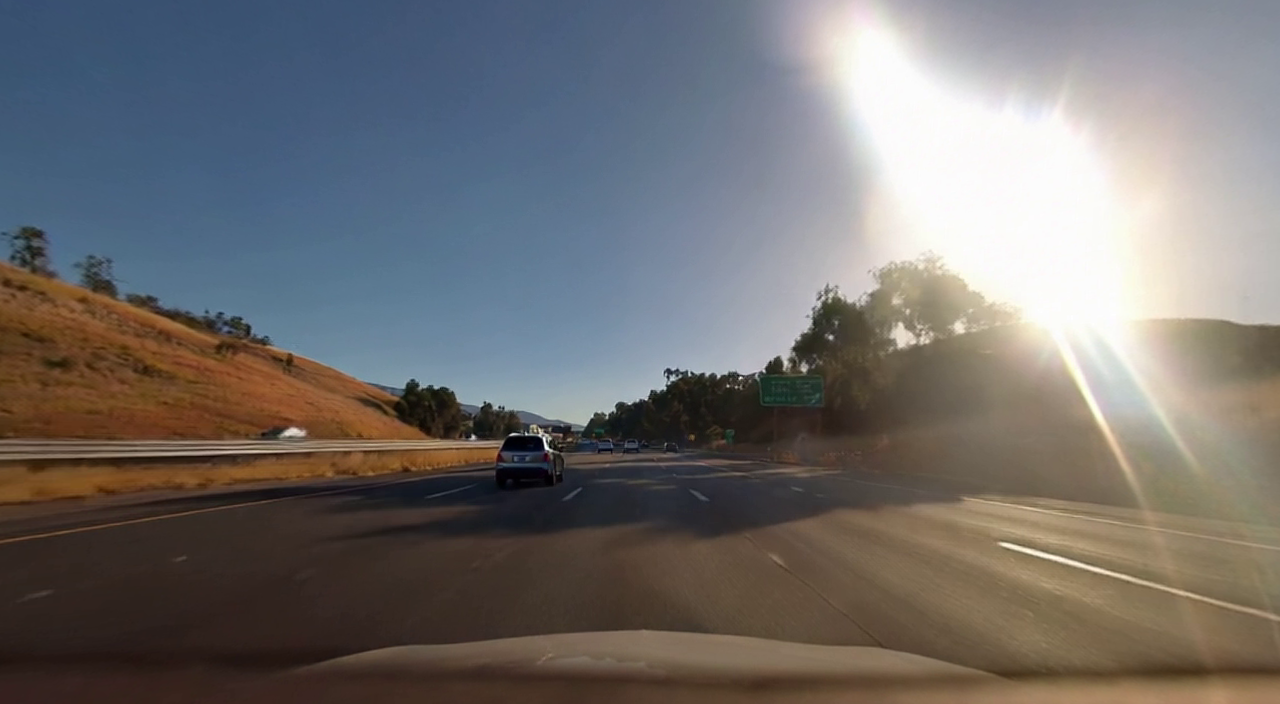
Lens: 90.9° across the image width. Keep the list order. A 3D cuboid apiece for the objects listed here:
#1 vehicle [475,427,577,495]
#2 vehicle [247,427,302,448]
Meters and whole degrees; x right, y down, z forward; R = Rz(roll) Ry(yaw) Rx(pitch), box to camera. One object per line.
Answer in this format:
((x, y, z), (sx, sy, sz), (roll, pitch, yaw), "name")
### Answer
((-3.424, 3.409, 20.037), (2.218, 1.848, 4.789), (-1, -9, 1), "vehicle")
((-28.448, 6.703, 49.191), (1.845, 1.561, 3.894), (-1, -9, 2), "vehicle")
